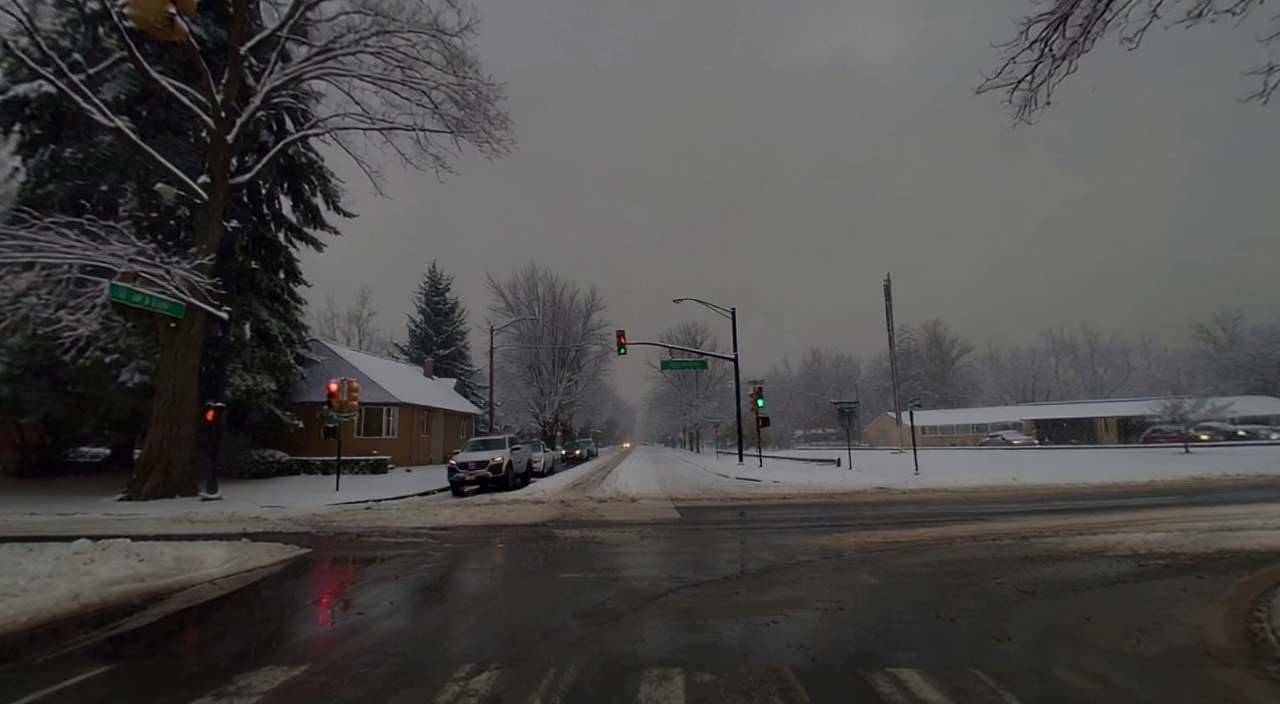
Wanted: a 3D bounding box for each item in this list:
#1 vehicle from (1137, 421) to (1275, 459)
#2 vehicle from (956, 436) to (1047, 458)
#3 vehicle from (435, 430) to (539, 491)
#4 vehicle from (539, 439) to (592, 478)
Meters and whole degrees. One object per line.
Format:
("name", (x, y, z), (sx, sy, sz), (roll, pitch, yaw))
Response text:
("vehicle", (33.257, 5.191, 37.224), (5.969, 2.149, 2.331), (0, -9, -3))
("vehicle", (25.012, 6.591, 43.825), (5.172, 1.515, 1.851), (0, -9, -2))
("vehicle", (-6.526, 4.769, 28.264), (2.896, 2.339, 7.322), (0, -9, -1))
("vehicle", (-3.669, 5.319, 31.862), (2.120, 1.783, 4.788), (0, -9, -1))
